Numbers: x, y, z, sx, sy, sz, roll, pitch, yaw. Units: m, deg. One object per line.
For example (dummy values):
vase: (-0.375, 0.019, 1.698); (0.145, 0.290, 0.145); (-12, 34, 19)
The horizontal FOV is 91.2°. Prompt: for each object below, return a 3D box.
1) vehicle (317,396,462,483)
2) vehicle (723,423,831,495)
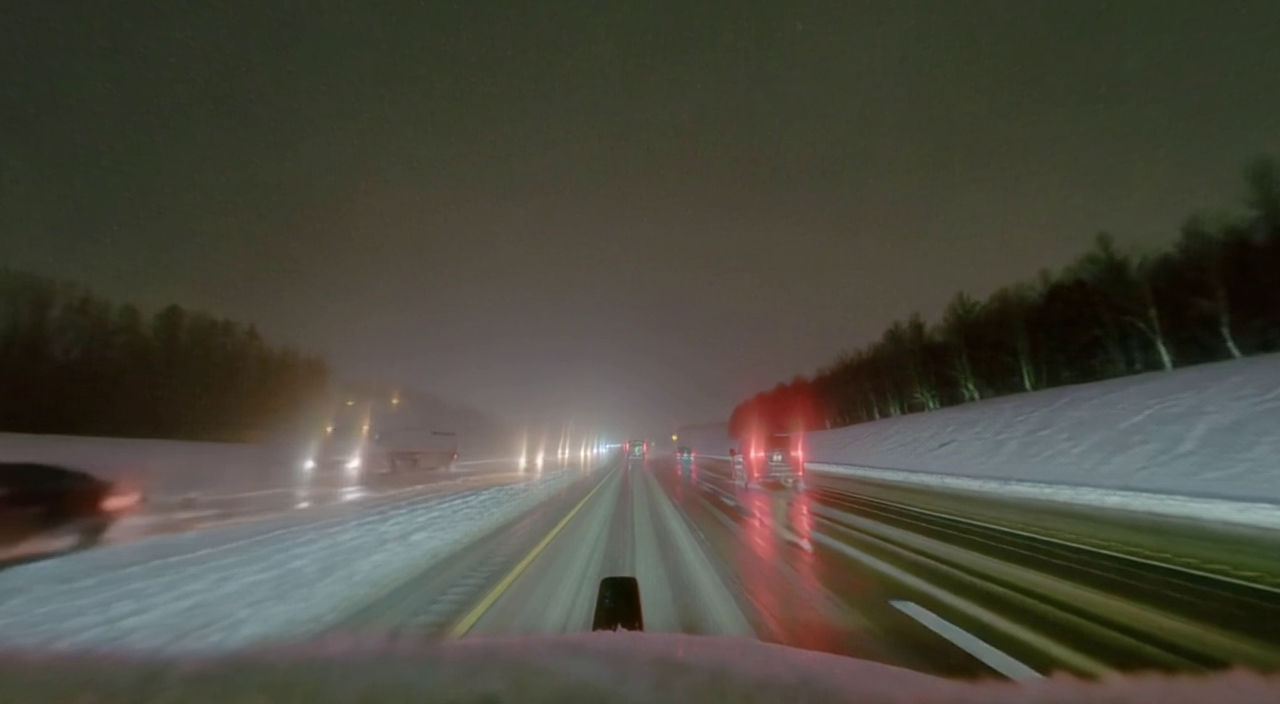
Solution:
vehicle: (-13.838, 5.236, 36.721); (2.965, 4.111, 13.756); (0, -9, -1)
vehicle: (4.058, 3.298, 19.605); (2.177, 1.914, 5.245); (0, -9, 0)
